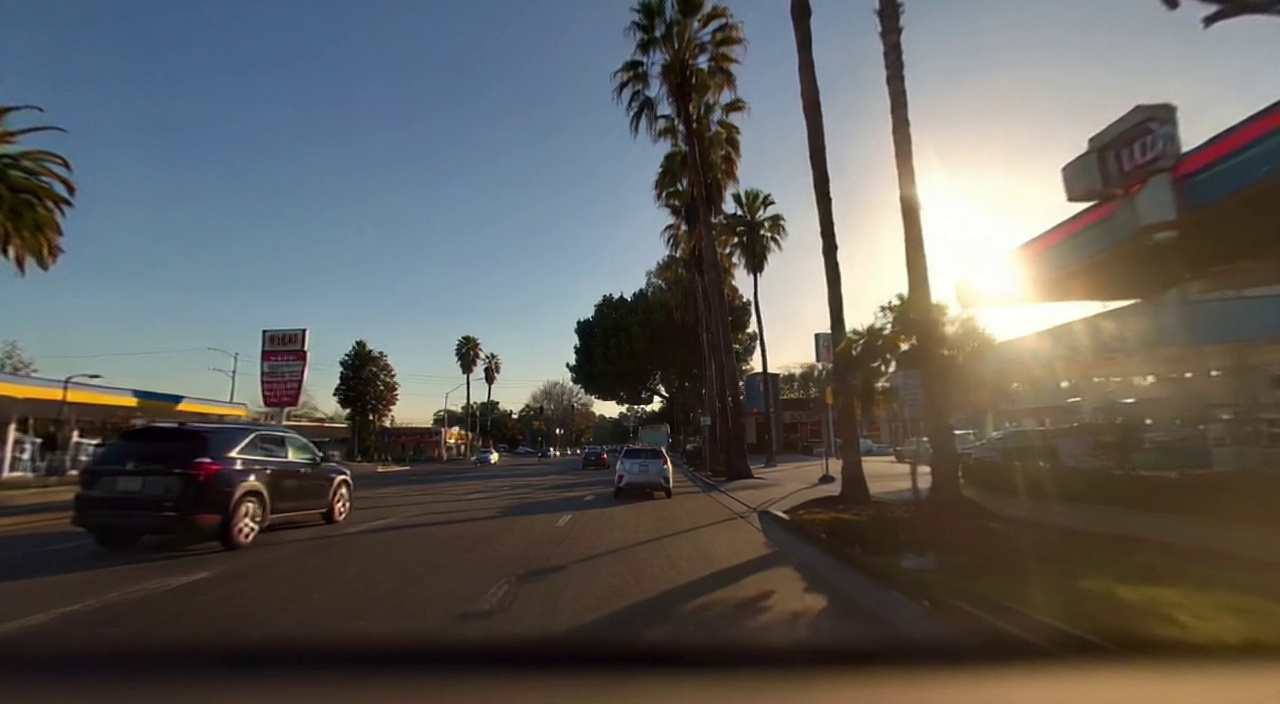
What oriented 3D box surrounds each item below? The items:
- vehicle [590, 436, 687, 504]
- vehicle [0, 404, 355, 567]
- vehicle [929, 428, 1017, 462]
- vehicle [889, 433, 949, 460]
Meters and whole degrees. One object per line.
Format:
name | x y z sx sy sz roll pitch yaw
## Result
vehicle | 0.016 2.957 16.139 2.145 1.483 4.453 0 -9 1
vehicle | -6.175 1.763 8.925 2.057 1.705 4.394 0 -9 1
vehicle | 17.229 4.860 32.748 2.009 1.630 4.436 1 -9 -2
vehicle | 17.088 5.824 38.633 1.902 1.502 4.395 0 -9 4
